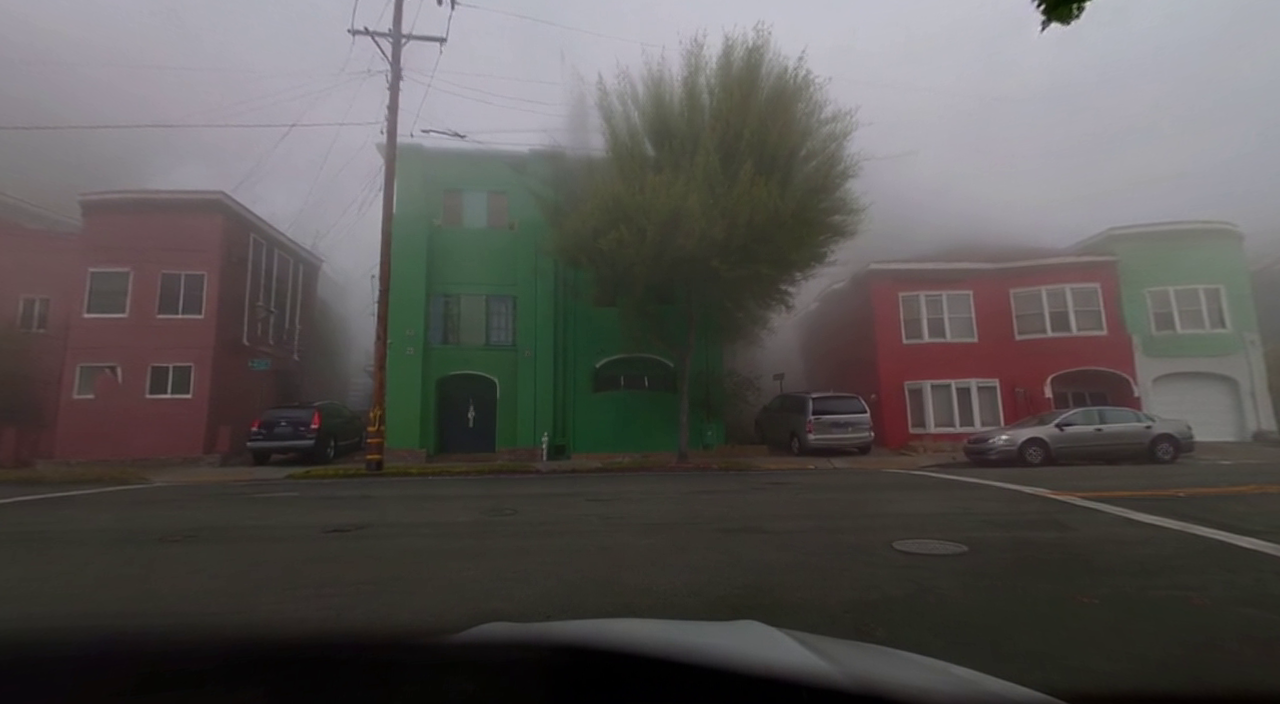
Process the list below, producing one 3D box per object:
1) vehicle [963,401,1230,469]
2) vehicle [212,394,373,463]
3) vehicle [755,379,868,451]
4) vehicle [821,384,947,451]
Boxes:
[{"bbox_3d":[10.482,1.952,14.779,4.644,1.482,1.997,0,-8,1],"label":"vehicle"},{"bbox_3d":[-9.931,2.307,18.559,2.091,1.760,4.760,0,-8,-1],"label":"vehicle"},{"bbox_3d":[4.891,1.922,18.692,2.081,1.891,4.367,0,-7,-1],"label":"vehicle"},{"bbox_3d":[7.076,2.053,18.798,2.053,1.756,4.034,0,-9,-1],"label":"vehicle"}]
